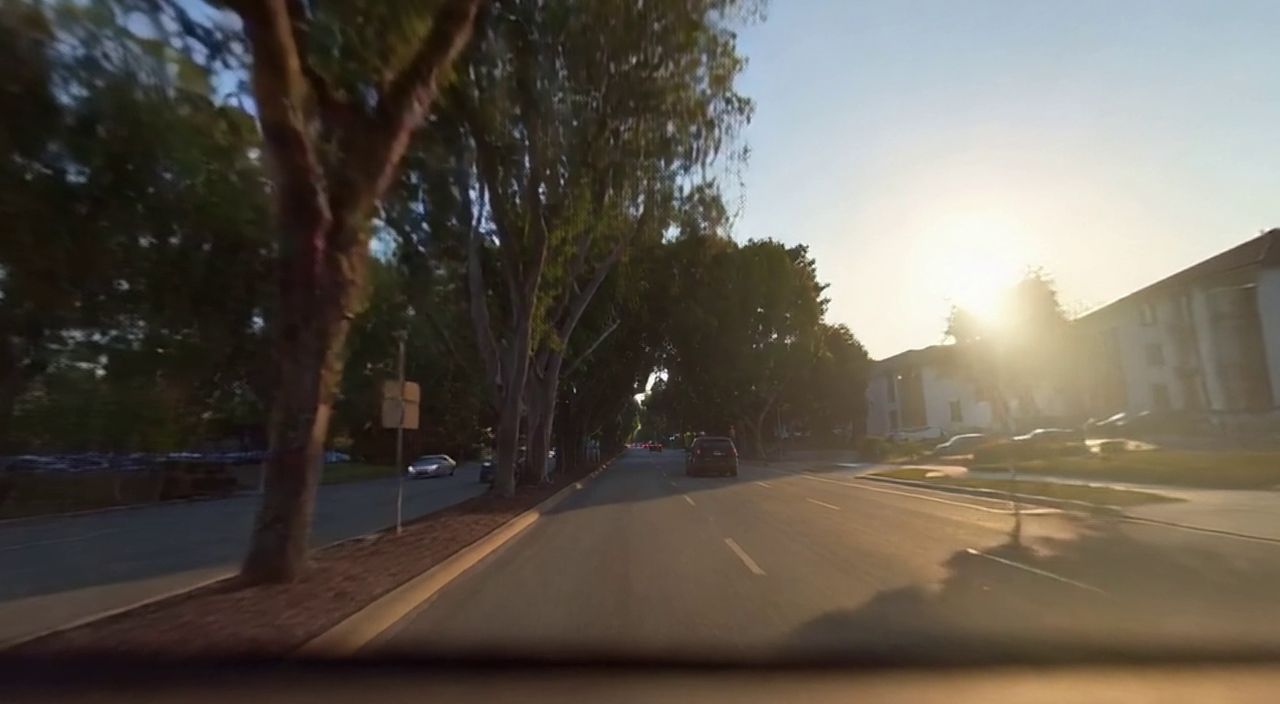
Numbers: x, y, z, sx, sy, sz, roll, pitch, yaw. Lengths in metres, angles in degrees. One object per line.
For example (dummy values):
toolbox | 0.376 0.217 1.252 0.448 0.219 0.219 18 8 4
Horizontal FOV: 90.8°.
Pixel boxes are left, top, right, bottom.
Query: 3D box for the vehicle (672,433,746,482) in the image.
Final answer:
vehicle | 2.607 4.173 25.174 2.240 1.740 4.605 0 -9 -2

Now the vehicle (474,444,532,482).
vehicle | -6.454 5.259 30.184 1.900 1.671 4.217 0 -9 -1

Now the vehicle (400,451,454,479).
vehicle | -12.723 6.736 38.001 1.859 1.569 4.166 0 -9 0
